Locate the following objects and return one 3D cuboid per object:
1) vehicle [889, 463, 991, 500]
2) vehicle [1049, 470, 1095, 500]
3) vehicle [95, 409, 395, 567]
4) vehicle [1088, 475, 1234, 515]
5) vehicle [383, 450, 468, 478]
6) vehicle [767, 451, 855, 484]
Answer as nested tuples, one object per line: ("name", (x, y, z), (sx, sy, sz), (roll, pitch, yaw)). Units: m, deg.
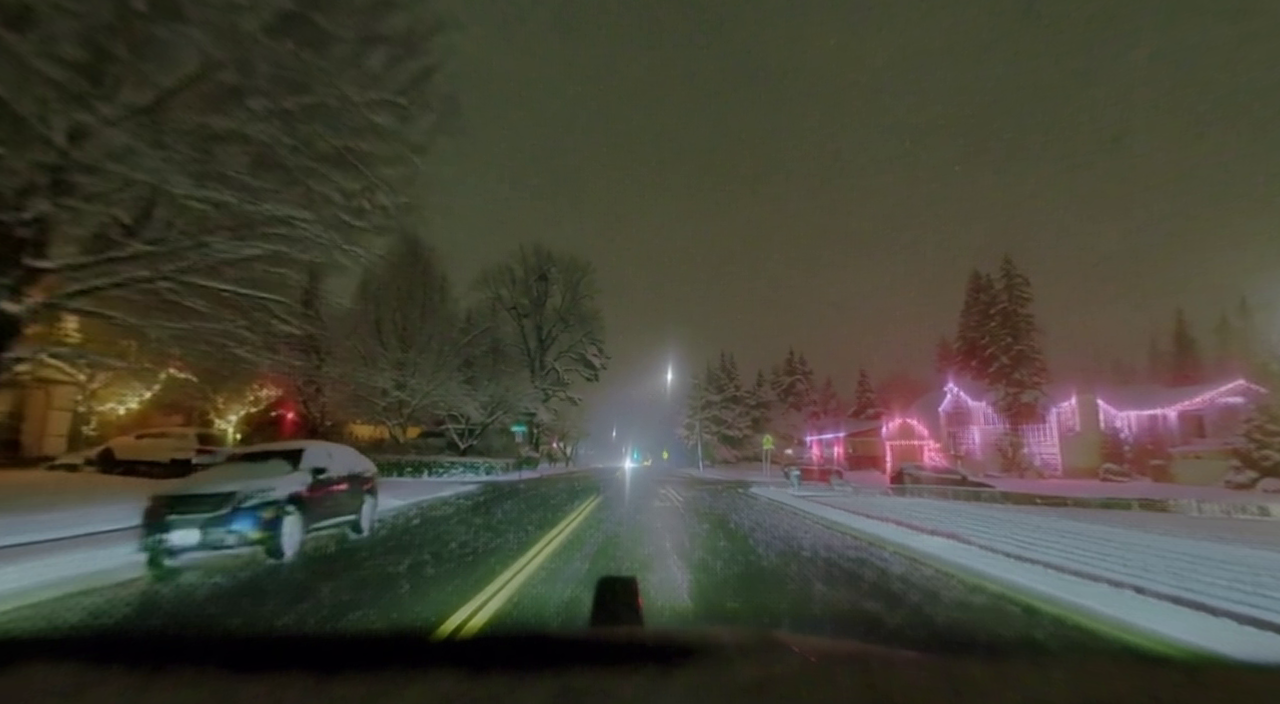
("vehicle", (14.483, 6.198, 30.510), (4.231, 1.493, 1.941), (-4, -10, 29))
("vehicle", (26.999, 8.284, 39.514), (1.916, 1.620, 3.519), (-4, -9, 28))
("vehicle", (-5.905, 2.225, 10.297), (1.924, 1.765, 4.542), (-7, -13, 0))
("vehicle", (21.672, 5.958, 26.524), (4.337, 1.453, 1.814), (-6, -11, 29))
("vehicle", (-15.637, 8.083, 45.860), (6.072, 1.882, 2.277), (-5, -10, 29))
("vehicle", (10.877, 7.350, 40.225), (4.854, 1.771, 2.123), (-9, -11, 28))
